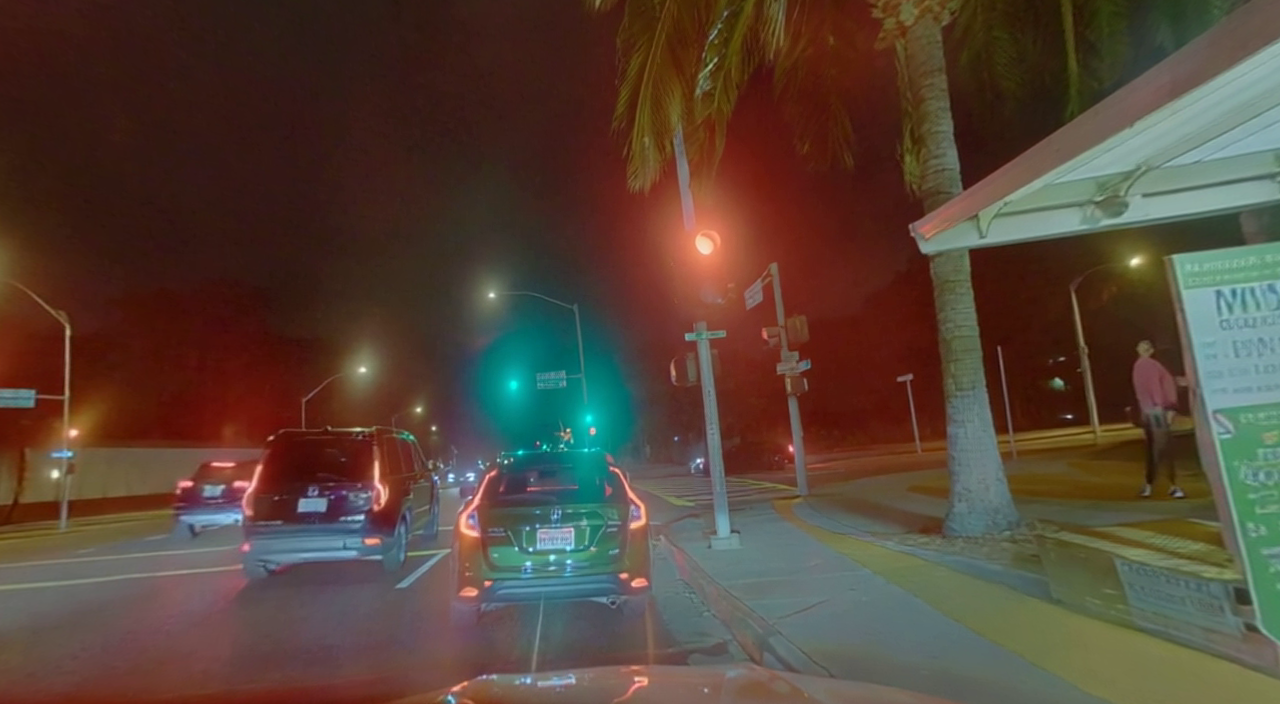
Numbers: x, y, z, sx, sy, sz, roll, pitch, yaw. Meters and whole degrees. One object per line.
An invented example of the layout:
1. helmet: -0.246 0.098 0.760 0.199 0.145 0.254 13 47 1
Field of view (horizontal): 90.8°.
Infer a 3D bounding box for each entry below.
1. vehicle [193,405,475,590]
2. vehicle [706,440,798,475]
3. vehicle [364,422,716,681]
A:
1. vehicle: -3.719 1.825 8.826 2.098 1.851 4.571 1 -9 -7
2. vehicle: 5.453 5.148 30.967 3.987 1.636 1.903 2 -8 -14
3. vehicle: -0.867 1.484 5.954 2.065 1.467 4.289 1 -9 -8
